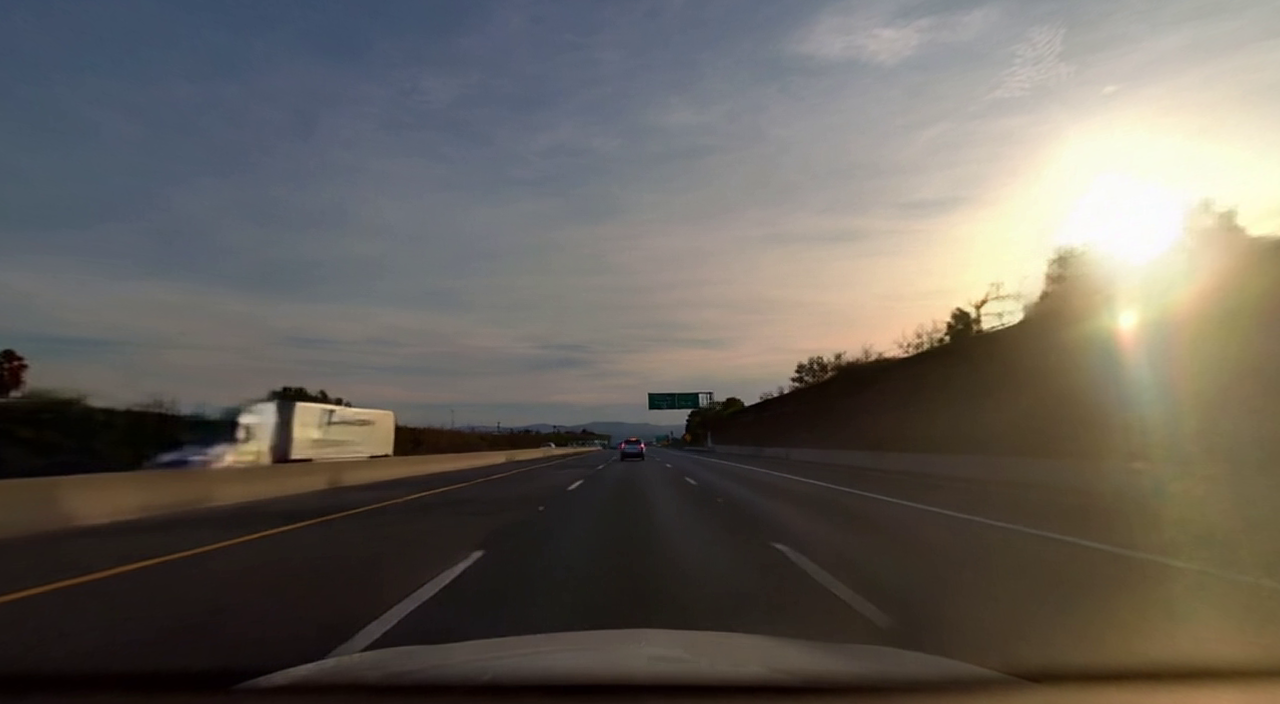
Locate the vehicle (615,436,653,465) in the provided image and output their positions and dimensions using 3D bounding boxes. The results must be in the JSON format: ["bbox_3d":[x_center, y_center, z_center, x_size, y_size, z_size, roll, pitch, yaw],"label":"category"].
[{"bbox_3d":[-0.372,5.856,37.592,2.111,1.635,4.177,0,-8,-1],"label":"vehicle"}]

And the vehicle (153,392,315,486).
[{"bbox_3d":[-18.597,4.085,29.531,2.875,3.862,6.867,0,-8,0],"label":"vehicle"}]
